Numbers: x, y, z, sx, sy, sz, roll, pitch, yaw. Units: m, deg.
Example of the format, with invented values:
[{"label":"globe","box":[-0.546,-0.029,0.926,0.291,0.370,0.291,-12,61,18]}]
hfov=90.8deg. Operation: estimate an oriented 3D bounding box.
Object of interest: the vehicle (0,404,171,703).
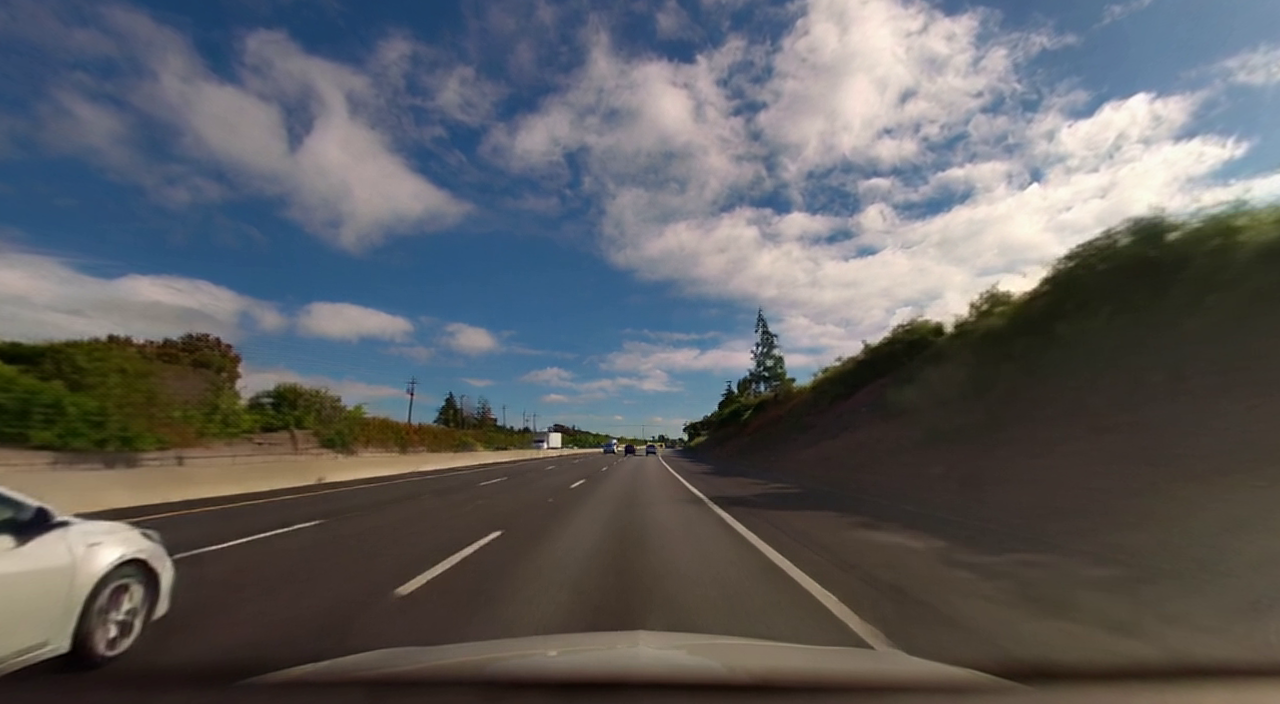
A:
[{"label":"vehicle","box":[-3.780,0.871,1.963,1.991,1.507,3.391,0,-9,0]}]
